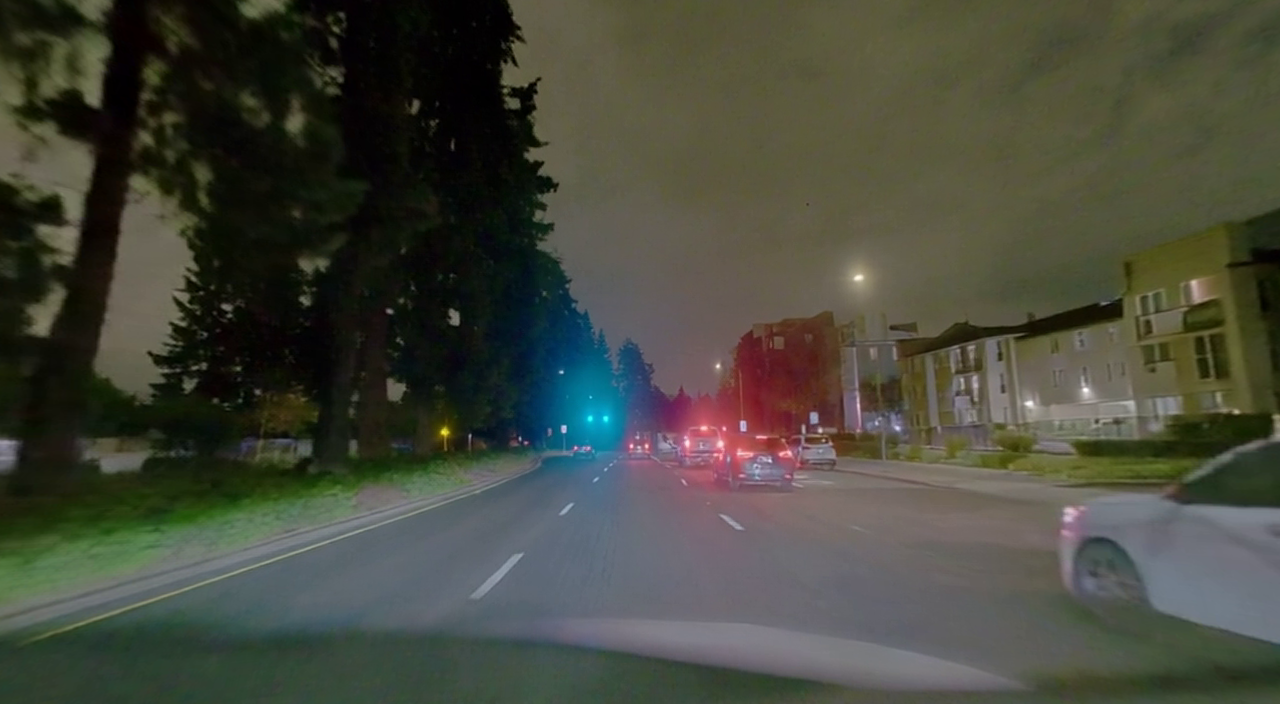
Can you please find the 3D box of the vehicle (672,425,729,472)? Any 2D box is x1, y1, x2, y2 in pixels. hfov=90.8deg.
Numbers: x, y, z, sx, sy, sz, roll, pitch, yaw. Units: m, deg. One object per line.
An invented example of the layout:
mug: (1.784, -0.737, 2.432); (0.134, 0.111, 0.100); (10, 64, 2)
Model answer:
vehicle: (2.874, 4.798, 31.467); (2.268, 2.090, 6.113); (0, -8, 0)

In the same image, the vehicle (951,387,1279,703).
vehicle: (3.774, 0.940, 2.859); (2.165, 1.513, 4.911); (0, -8, -1)

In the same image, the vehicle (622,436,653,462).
vehicle: (-0.171, 6.648, 43.496); (2.052, 1.693, 4.554); (0, -8, 0)

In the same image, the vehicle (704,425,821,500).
vehicle: (3.060, 2.877, 16.880); (2.041, 1.688, 4.717); (0, -8, -2)
